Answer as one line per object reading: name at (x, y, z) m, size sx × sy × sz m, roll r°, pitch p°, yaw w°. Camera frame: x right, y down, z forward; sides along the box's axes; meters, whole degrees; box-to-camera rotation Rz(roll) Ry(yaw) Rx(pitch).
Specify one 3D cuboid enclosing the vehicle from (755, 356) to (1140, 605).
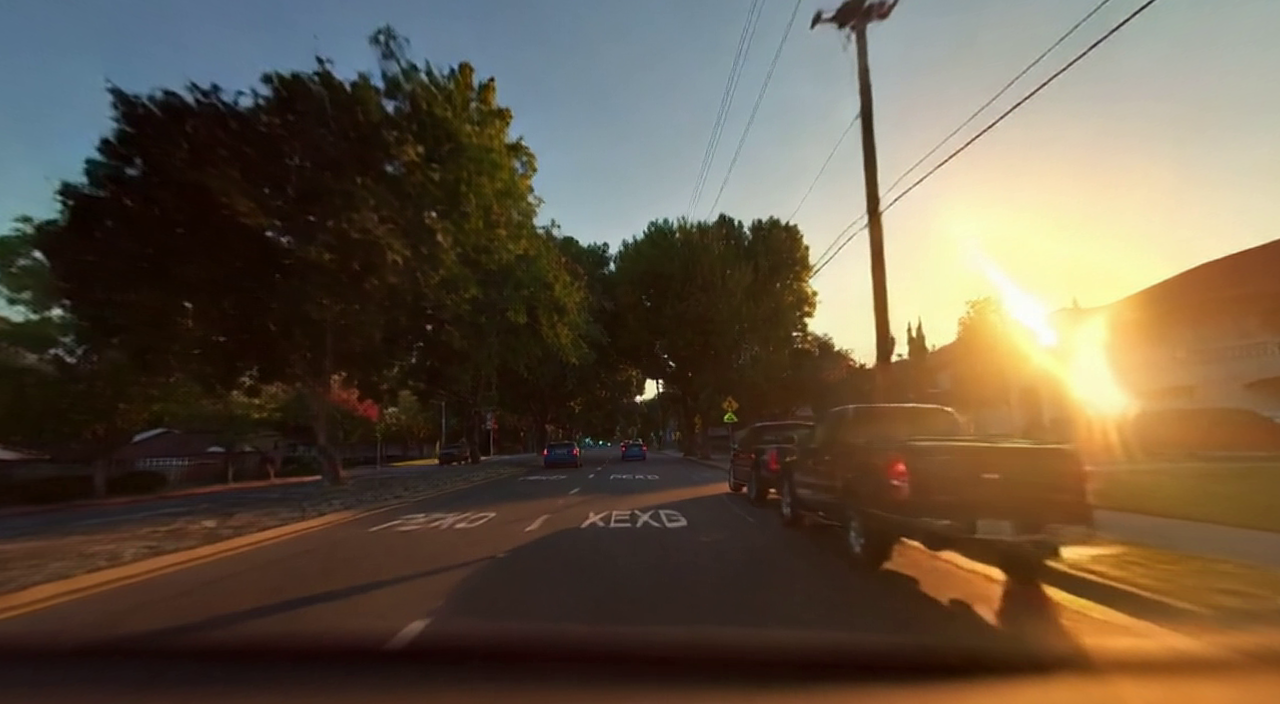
vehicle at (3.006, 1.438, 7.977) m, size 2.072 × 2.017 × 5.590 m, roll 0°, pitch -8°, yaw 0°

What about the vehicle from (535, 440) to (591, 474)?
vehicle at (-3.487, 4.855, 29.457) m, size 2.083 × 1.460 × 4.527 m, roll 0°, pitch -8°, yaw 0°

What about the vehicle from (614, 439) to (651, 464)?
vehicle at (-0.488, 6.275, 39.809) m, size 2.187 × 1.478 × 4.138 m, roll 0°, pitch -8°, yaw -1°

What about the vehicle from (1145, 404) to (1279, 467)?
vehicle at (15.789, 2.079, 15.587) m, size 1.881 × 1.477 × 4.617 m, roll 4°, pitch -9°, yaw -27°
